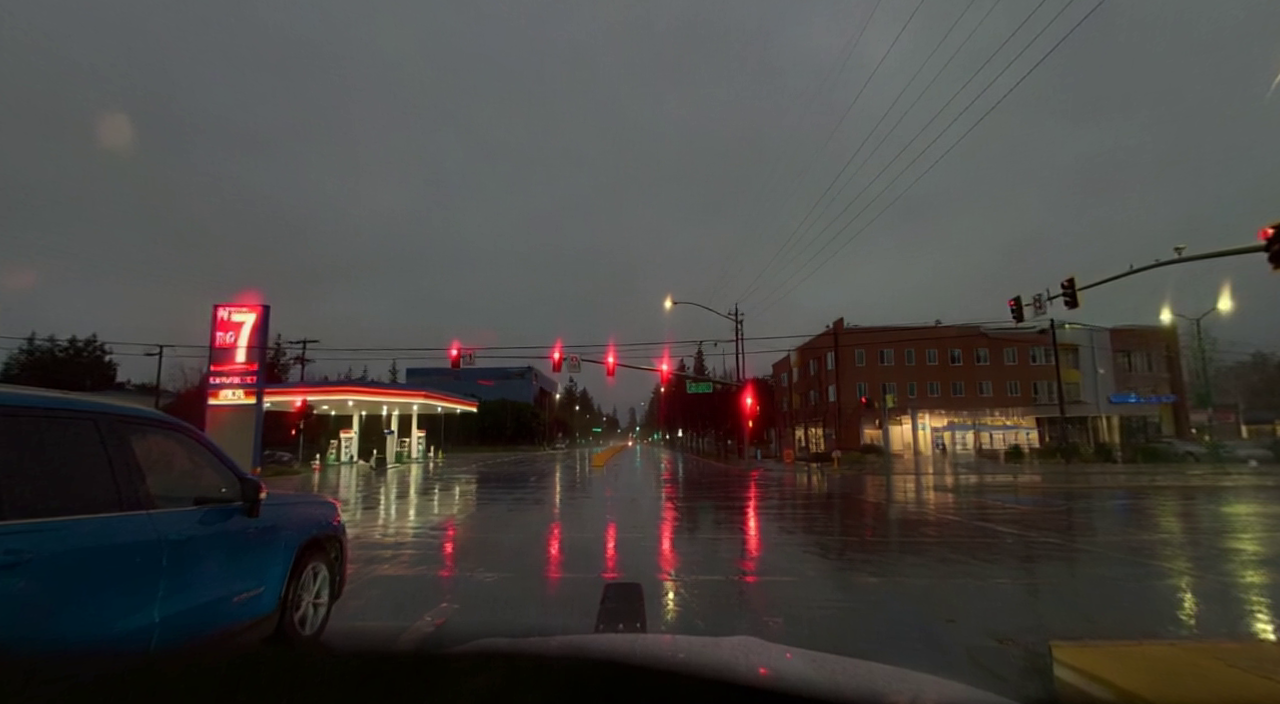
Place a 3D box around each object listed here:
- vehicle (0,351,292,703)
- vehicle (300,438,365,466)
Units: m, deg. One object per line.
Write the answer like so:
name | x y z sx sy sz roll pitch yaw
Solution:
vehicle | -3.432 0.803 2.039 2.053 1.690 4.364 0 -9 0
vehicle | -20.468 6.682 42.157 2.004 1.699 4.486 0 -9 1
